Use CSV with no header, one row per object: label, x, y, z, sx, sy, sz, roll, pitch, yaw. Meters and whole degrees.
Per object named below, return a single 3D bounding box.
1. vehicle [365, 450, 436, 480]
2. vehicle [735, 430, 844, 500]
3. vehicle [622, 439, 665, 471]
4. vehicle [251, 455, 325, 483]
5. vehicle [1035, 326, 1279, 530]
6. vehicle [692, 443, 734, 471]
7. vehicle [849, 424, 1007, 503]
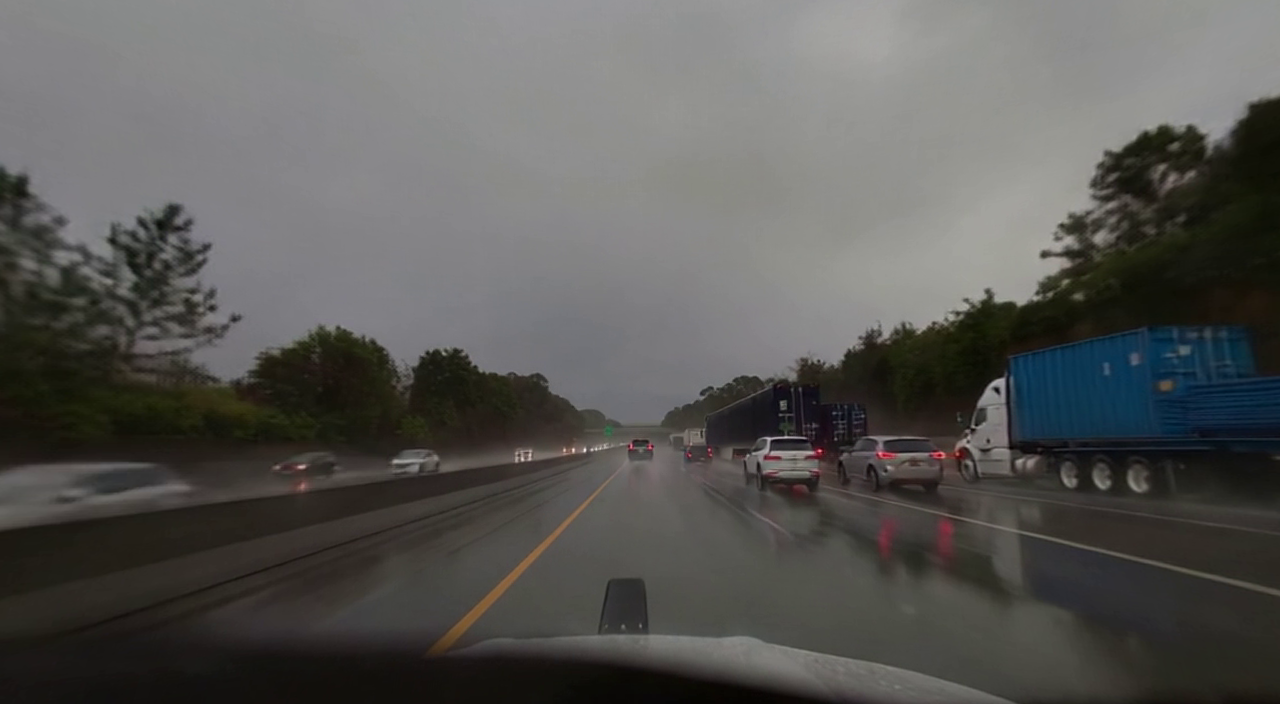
vehicle,-13.056,6.170,34.521,1.920,1.481,4.706,0,-8,2
vehicle,4.005,3.087,17.595,1.972,1.693,4.139,0,-8,-1
vehicle,0.225,5.933,36.326,2.313,1.736,4.215,0,-8,1
vehicle,-21.073,7.009,37.825,1.846,1.475,4.384,0,-8,1
vehicle,11.616,1.364,11.066,2.786,3.226,9.750,0,-8,-1
vehicle,4.074,5.941,35.750,1.888,1.501,4.608,0,-8,0
vehicle,7.535,2.948,17.073,1.985,1.835,4.681,0,-8,-1
